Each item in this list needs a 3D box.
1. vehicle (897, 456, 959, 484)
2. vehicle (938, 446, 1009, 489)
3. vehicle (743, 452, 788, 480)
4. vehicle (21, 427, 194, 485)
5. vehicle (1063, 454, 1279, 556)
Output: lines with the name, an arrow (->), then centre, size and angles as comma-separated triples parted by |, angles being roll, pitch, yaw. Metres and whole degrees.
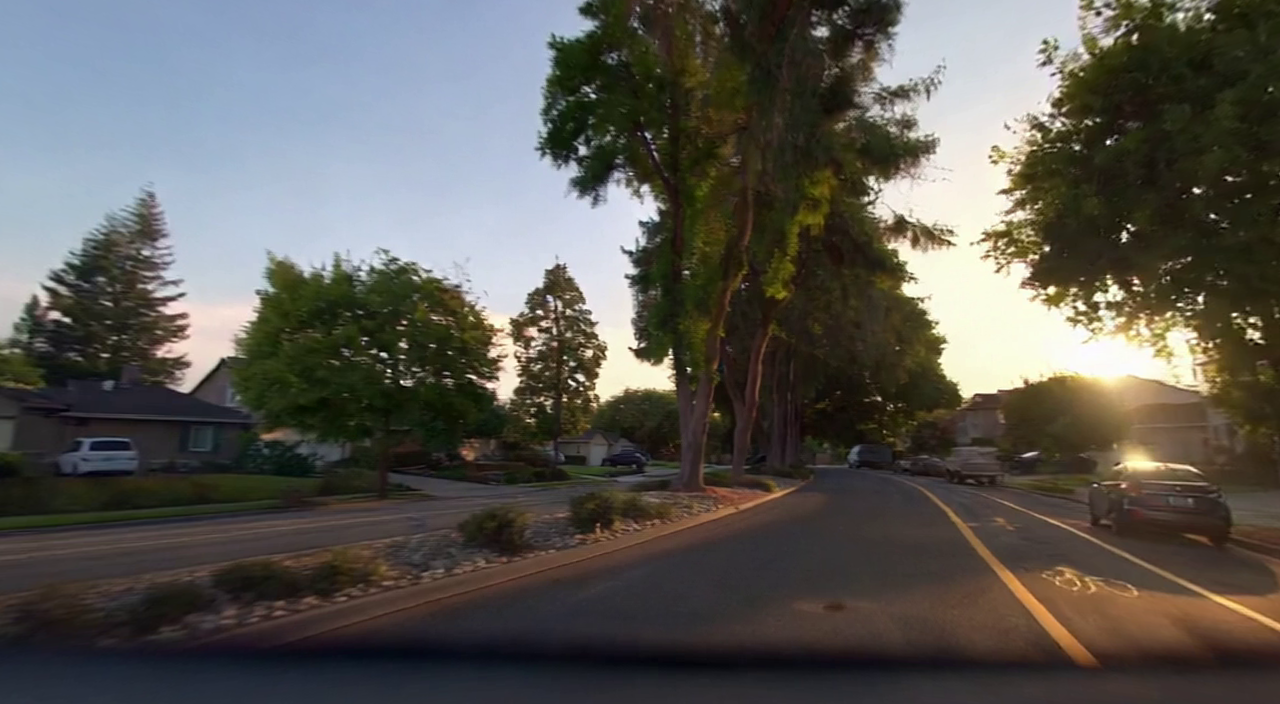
vehicle -> 20.126, 8.205, 44.378 | 2.713, 1.671, 4.939 | -1, -8, 10
vehicle -> 17.994, 6.196, 34.364 | 2.305, 2.111, 4.965 | -2, -9, 15
vehicle -> 7.632, 6.832, 38.116 | 2.058, 1.551, 4.247 | -3, -9, 18
vehicle -> -19.150, 3.829, 23.110 | 2.024, 1.848, 4.797 | 0, -10, 1
vehicle -> 10.193, 2.842, 12.513 | 2.080, 1.543, 4.294 | -3, -9, 22
